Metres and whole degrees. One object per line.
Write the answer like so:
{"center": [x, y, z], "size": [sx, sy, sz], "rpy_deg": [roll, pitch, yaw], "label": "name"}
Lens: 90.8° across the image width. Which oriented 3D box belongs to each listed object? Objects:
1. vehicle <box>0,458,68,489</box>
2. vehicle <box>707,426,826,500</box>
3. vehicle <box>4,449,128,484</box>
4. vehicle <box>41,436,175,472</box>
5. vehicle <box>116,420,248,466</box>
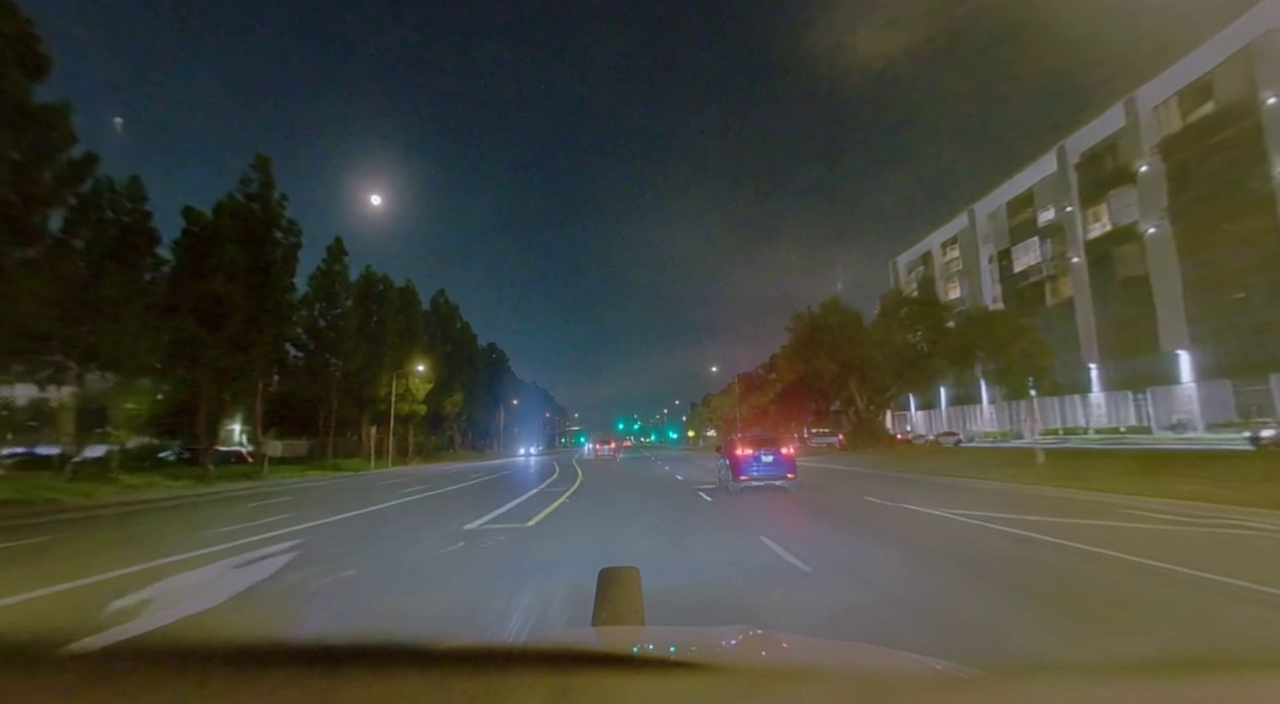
{"center": [-30.547, 5.848, 30.468], "size": [3.925, 1.375, 1.961], "rpy_deg": [0, -8, 0], "label": "vehicle"}
{"center": [3.126, 2.860, 16.641], "size": [2.060, 1.665, 4.284], "rpy_deg": [0, -8, -2], "label": "vehicle"}
{"center": [-30.101, 5.973, 33.241], "size": [4.399, 1.729, 2.076], "rpy_deg": [0, -8, 0], "label": "vehicle"}
{"center": [-30.257, 5.839, 36.076], "size": [5.496, 1.884, 2.189], "rpy_deg": [1, -9, -1], "label": "vehicle"}
{"center": [-33.793, 6.785, 46.842], "size": [7.388, 3.256, 2.750], "rpy_deg": [0, -9, -2], "label": "vehicle"}
